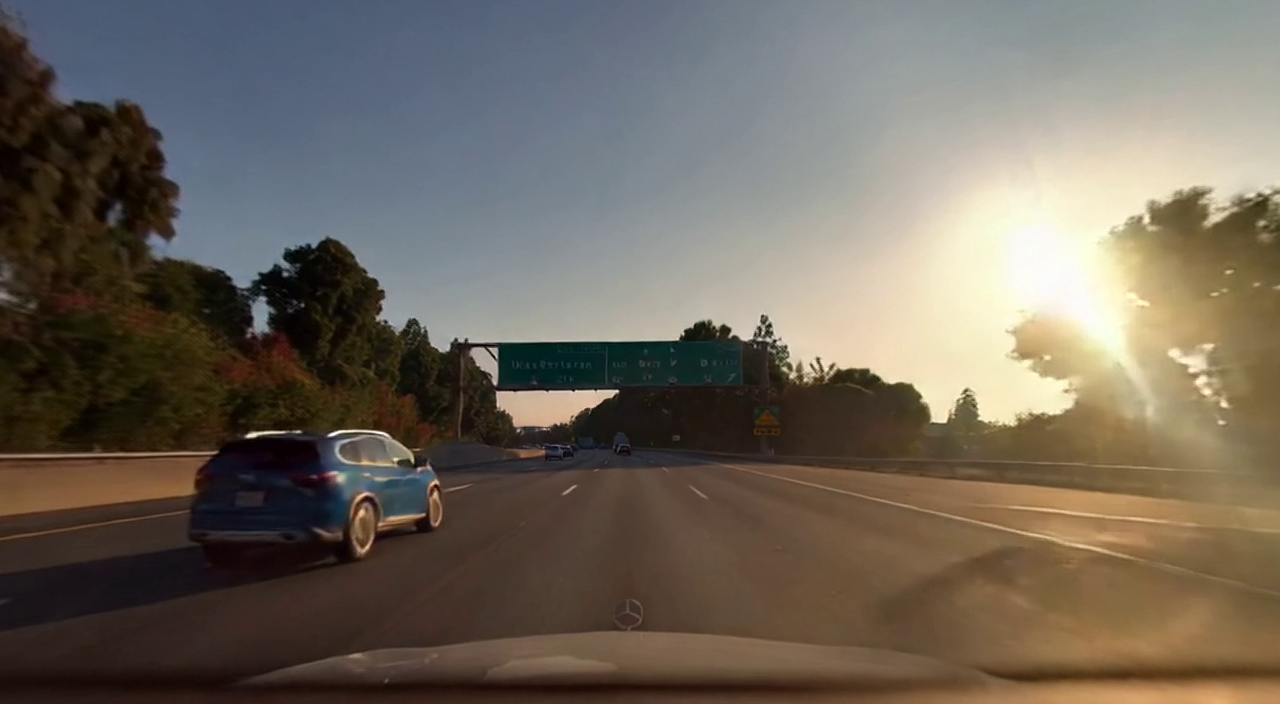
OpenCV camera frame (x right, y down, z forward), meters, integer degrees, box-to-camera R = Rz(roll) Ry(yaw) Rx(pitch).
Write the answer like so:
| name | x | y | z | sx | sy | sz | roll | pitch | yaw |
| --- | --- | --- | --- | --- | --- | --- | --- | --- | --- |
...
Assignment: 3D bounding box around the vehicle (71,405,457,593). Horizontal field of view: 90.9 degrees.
| name | x | y | z | sx | sy | sz | roll | pitch | yaw |
| --- | --- | --- | --- | --- | --- | --- | --- | --- | --- |
| vehicle | -4.137 | 1.687 | 8.156 | 2.162 | 1.724 | 4.537 | 0 | -8 | 0 |
